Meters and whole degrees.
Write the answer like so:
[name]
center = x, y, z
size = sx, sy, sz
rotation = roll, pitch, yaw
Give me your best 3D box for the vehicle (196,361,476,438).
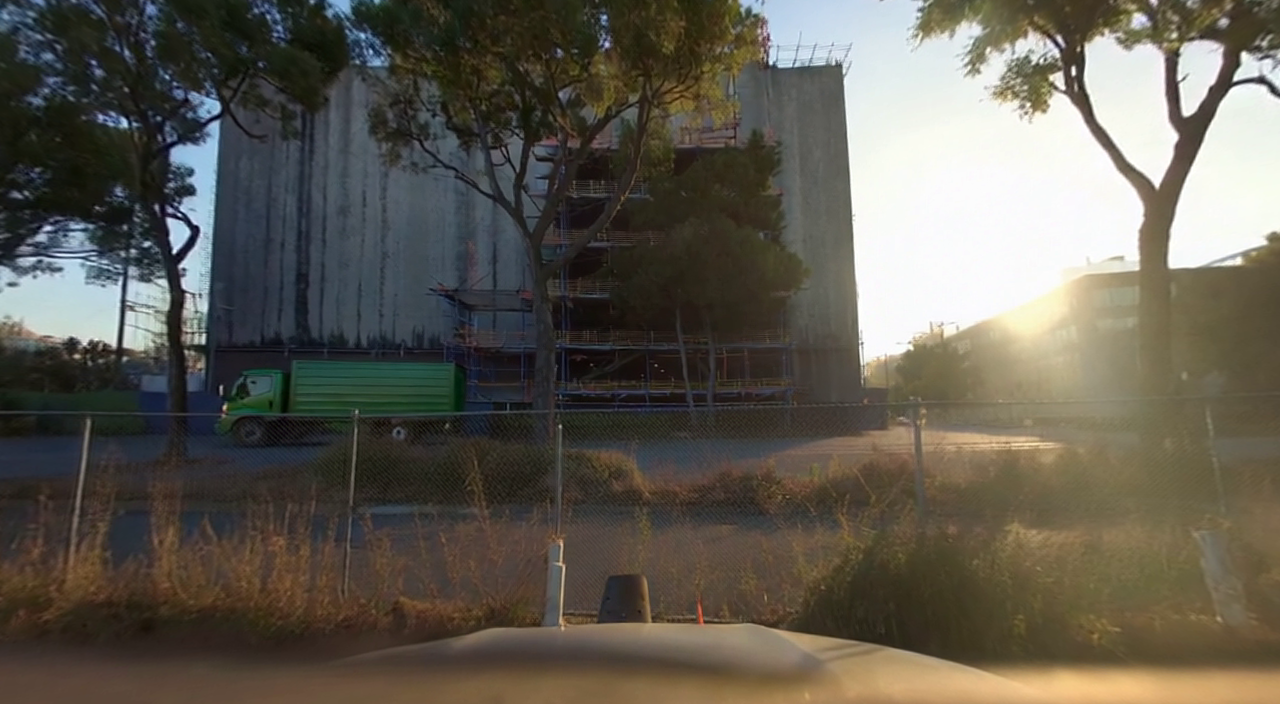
[vehicle]
center = -16.821, 2.794, 35.990
size = 14.067, 4.099, 2.832
rotation = 1, -9, -6
